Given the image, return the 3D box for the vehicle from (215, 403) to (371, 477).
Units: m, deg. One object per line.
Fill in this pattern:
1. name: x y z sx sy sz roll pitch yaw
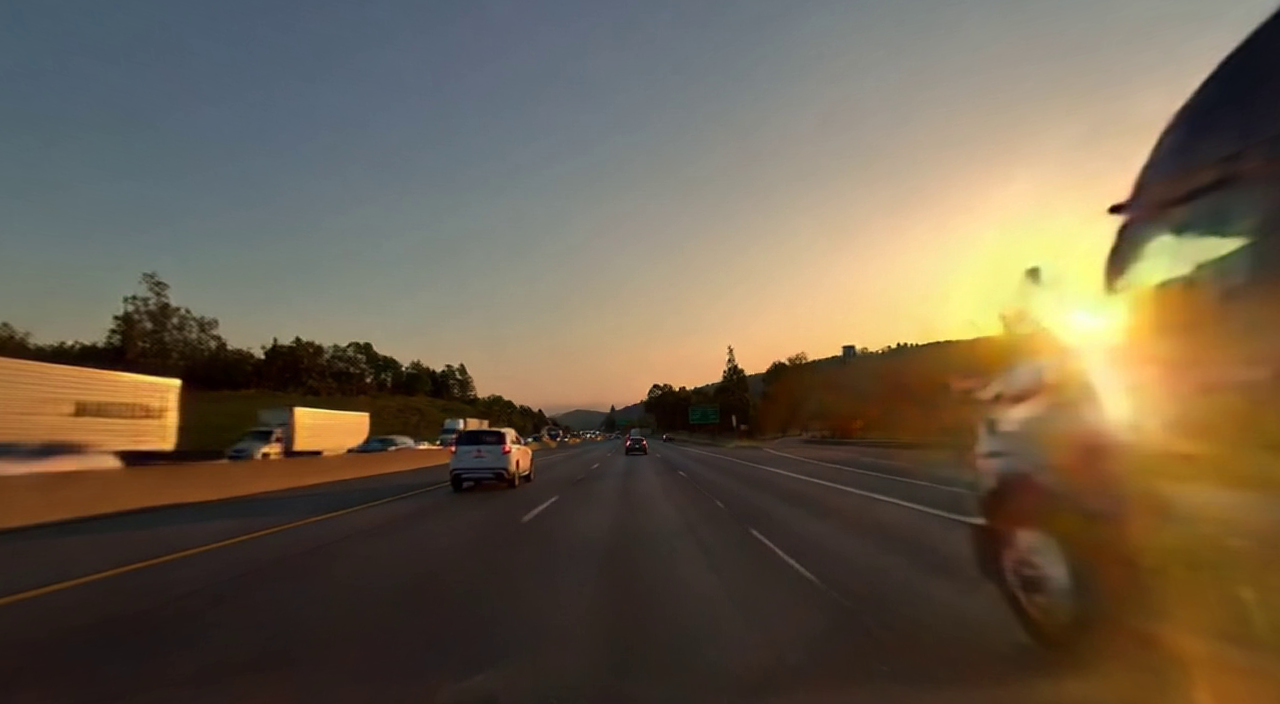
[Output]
1. vehicle: -19.522 5.102 36.606 3.025 3.610 10.687 0 -8 0

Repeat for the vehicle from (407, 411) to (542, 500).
1. vehicle: -3.949 2.552 15.992 2.115 1.887 4.721 0 -8 0

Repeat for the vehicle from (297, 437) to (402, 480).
1. vehicle: -11.428 4.177 25.162 1.957 1.555 4.700 0 -8 0

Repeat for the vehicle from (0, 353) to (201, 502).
1. vehicle: -19.557 2.206 18.203 3.167 4.158 14.825 0 -8 -1

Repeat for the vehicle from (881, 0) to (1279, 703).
1. vehicle: 3.663 -0.411 2.453 3.024 4.287 5.601 0 -7 -1

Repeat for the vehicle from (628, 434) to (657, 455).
1. vehicle: 0.155 7.026 48.012 2.051 1.528 4.265 0 -8 -1
